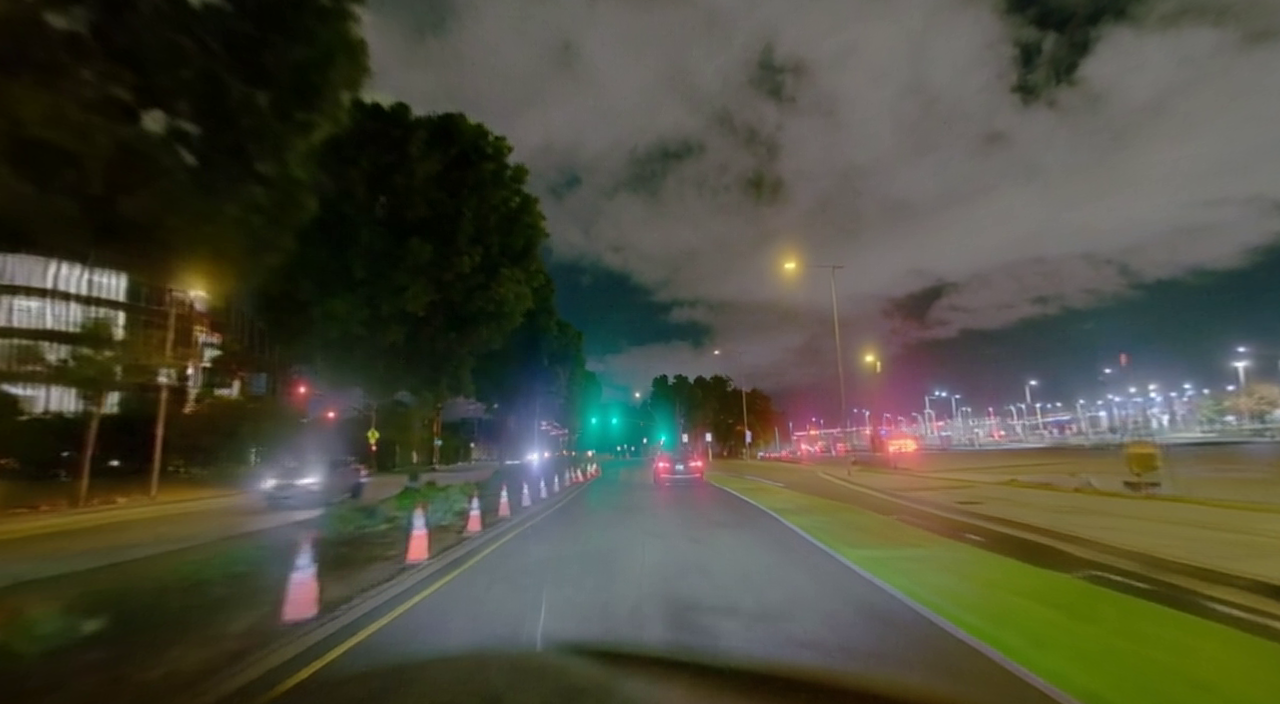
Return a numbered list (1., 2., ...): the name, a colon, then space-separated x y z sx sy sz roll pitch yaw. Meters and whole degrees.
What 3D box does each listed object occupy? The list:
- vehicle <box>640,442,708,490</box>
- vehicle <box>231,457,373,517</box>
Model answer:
1. vehicle: 1.080 3.931 22.178 2.114 1.493 4.430 0 -8 0
2. vehicle: -9.970 3.991 19.126 2.010 1.487 4.427 0 -8 -3
